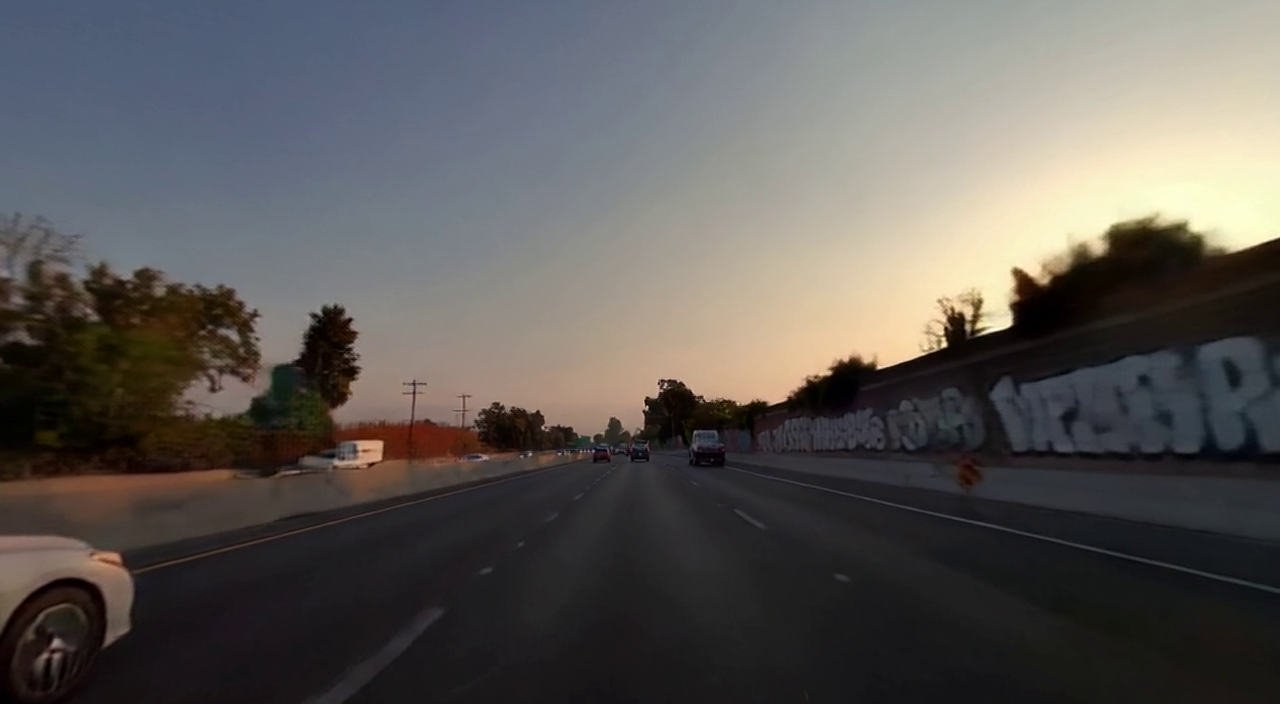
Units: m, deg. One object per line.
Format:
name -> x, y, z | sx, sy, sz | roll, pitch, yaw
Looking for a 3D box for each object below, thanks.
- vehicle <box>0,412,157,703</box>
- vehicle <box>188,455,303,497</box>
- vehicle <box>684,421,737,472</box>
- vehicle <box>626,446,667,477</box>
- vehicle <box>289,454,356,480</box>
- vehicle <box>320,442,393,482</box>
vehicle -> -3.818, 0.778, 1.378 | 2.023, 1.444, 4.379 | 0, -9, 0
vehicle -> -16.282, 5.119, 26.353 | 1.881, 1.530, 4.428 | -1, -9, 1
vehicle -> 4.384, 6.072, 40.359 | 2.549, 2.931, 6.310 | 0, -9, -1
vehicle -> 0.305, 5.759, 33.388 | 2.009, 1.506, 4.091 | 0, -9, -1
vehicle -> -20.283, 7.361, 40.524 | 1.985, 1.499, 4.382 | 0, -9, 0
vehicle -> -20.346, 7.893, 45.559 | 2.541, 2.627, 5.696 | -1, -9, 1
